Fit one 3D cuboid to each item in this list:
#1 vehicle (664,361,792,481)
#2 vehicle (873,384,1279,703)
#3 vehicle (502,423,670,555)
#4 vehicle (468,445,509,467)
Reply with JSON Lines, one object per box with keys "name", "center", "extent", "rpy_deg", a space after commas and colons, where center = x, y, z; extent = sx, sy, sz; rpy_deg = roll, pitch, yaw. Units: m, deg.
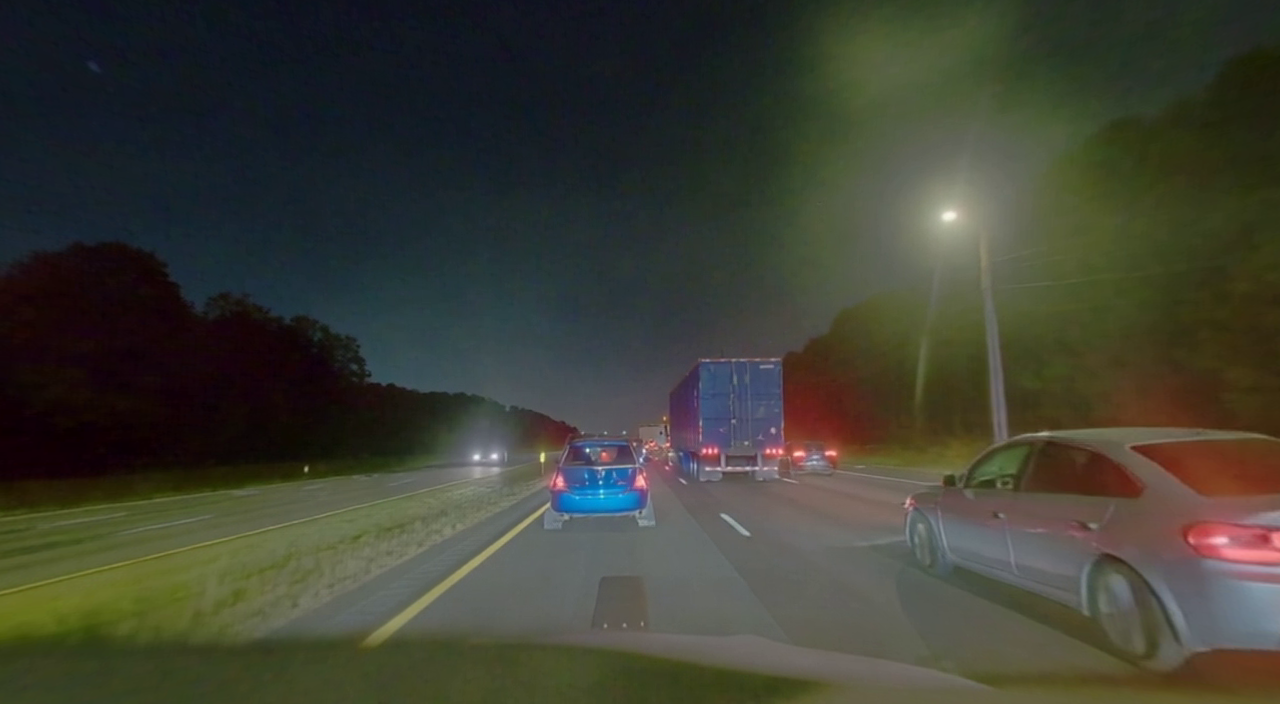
{"name": "vehicle", "center": [3.469, 3.630, 30.956], "extent": [3.591, 4.290, 16.696], "rpy_deg": [0, -8, -1]}
{"name": "vehicle", "center": [3.595, 1.187, 4.603], "extent": [1.960, 1.515, 4.713], "rpy_deg": [0, -8, 0]}
{"name": "vehicle", "center": [-0.695, 1.936, 9.611], "extent": [2.009, 1.554, 4.013], "rpy_deg": [0, -8, -1]}
{"name": "vehicle", "center": [-11.589, 7.942, 48.352], "extent": [2.029, 1.617, 4.260], "rpy_deg": [0, -8, 2]}
